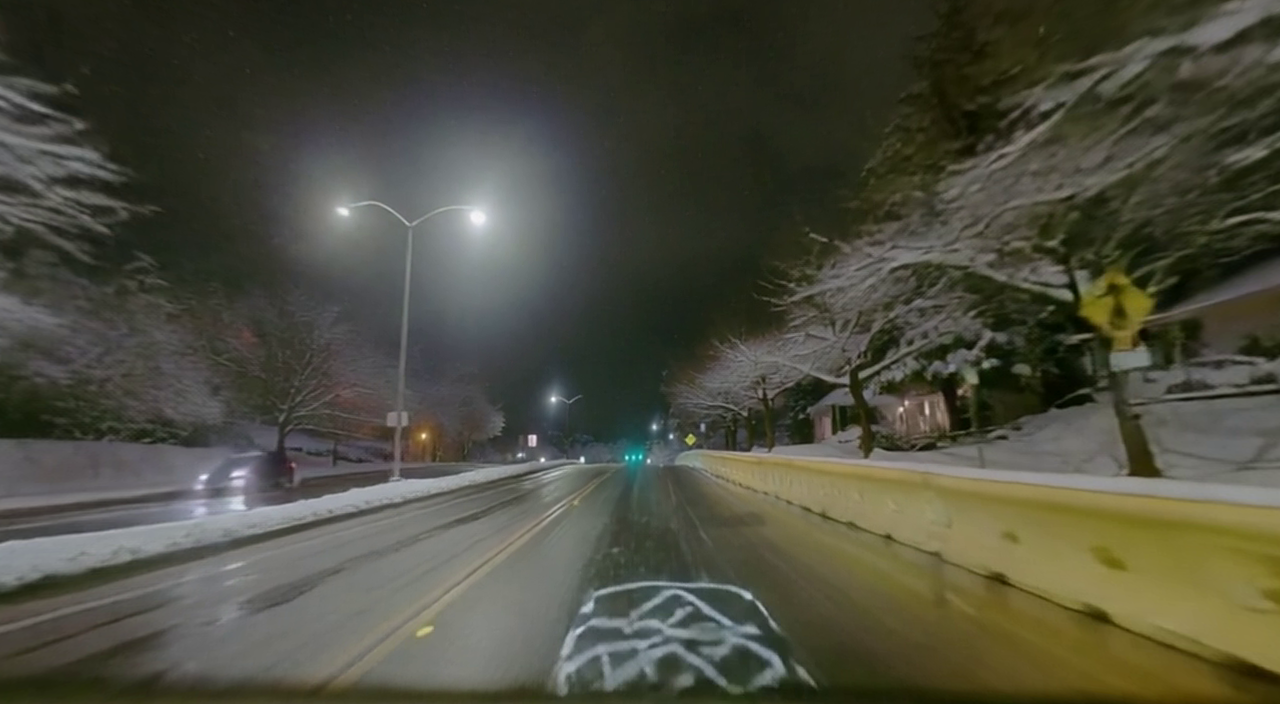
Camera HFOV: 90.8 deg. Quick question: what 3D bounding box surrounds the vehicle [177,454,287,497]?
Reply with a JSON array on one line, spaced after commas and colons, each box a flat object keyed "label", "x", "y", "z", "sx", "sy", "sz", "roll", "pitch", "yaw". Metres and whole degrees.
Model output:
[{"label": "vehicle", "x": -16.702, "y": 5.032, "z": 26.113, "sx": 1.980, "sy": 1.575, "sz": 3.822, "roll": 0, "pitch": -9, "yaw": -1}]
